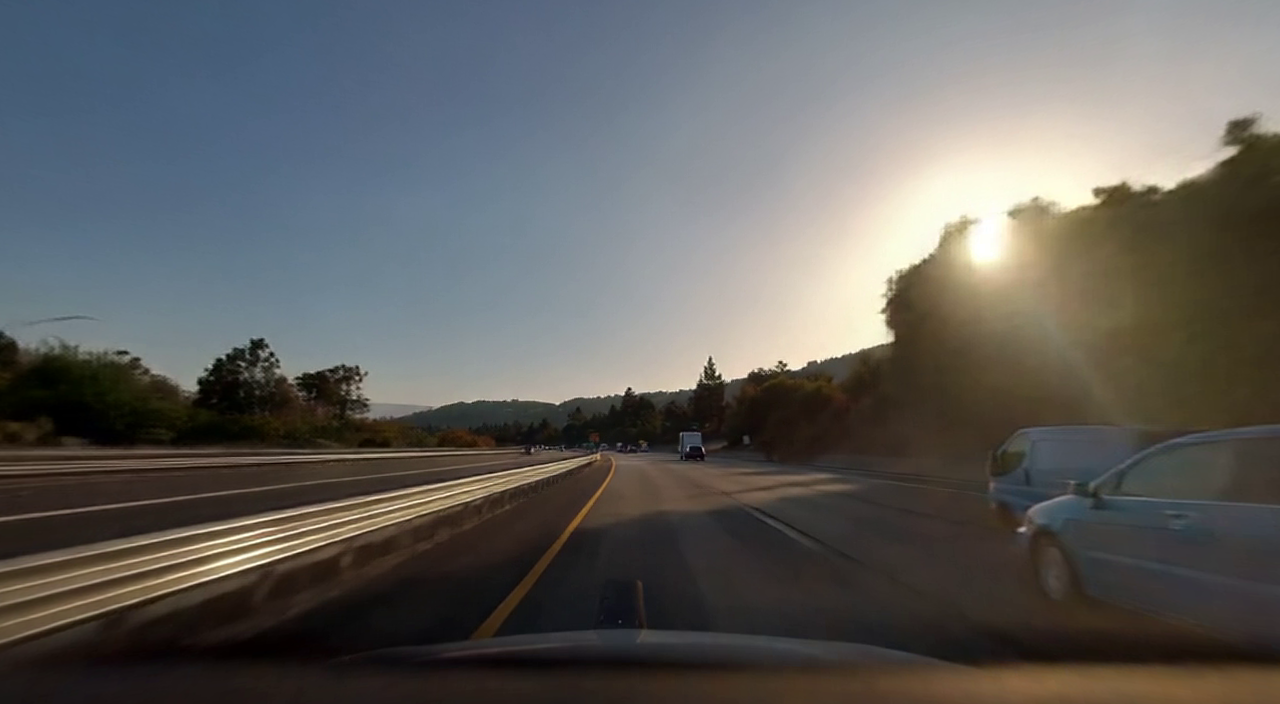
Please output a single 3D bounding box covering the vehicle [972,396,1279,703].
[{"bbox_3d":[3.810,1.046,3.055,2.002,1.604,4.265,0,-9,0],"label":"vehicle"}]
